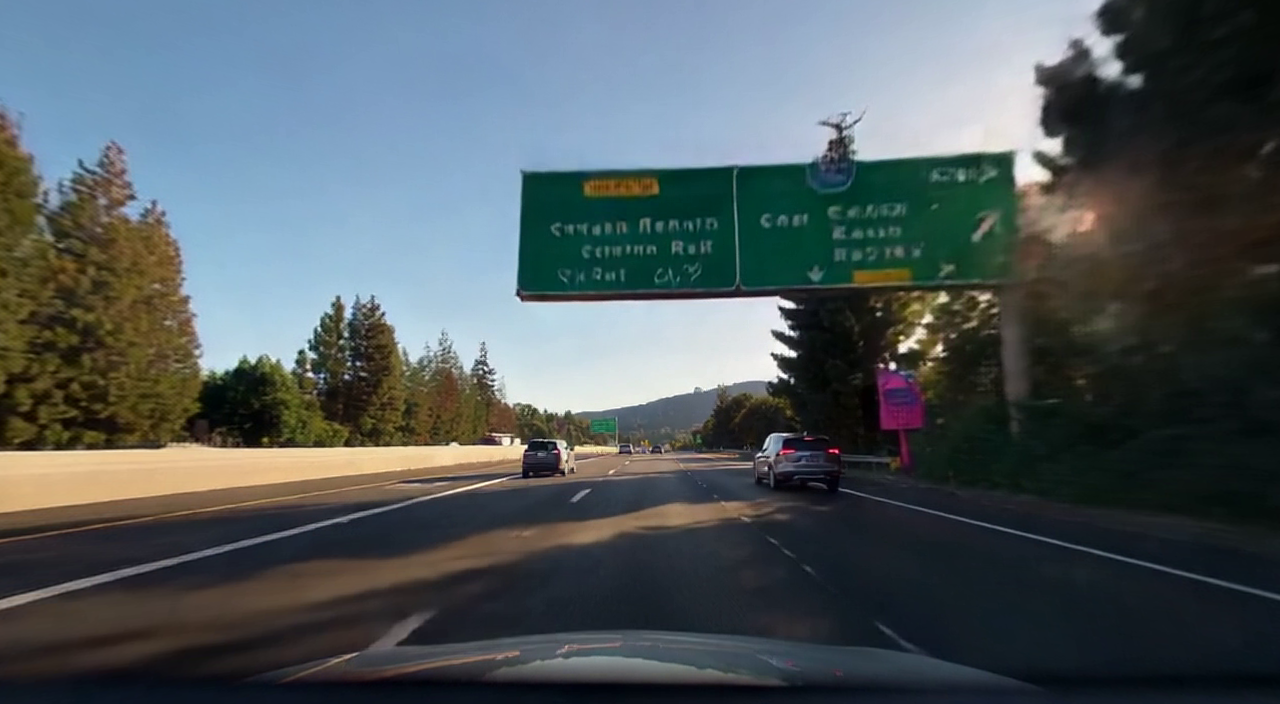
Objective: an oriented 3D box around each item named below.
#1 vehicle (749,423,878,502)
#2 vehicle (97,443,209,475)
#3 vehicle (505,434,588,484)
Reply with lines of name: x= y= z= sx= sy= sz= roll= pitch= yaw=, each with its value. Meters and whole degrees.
vehicle: x=4.390 y=2.866 z=16.737 sx=2.149 sy=1.796 sz=4.487 roll=0 pitch=-8 yaw=0
vehicle: x=-24.282 y=5.328 z=31.559 sx=1.820 sy=1.468 sz=4.624 roll=0 pitch=-8 yaw=1
vehicle: x=-3.216 y=3.800 z=22.552 sx=2.166 sy=1.608 sz=4.297 roll=0 pitch=-8 yaw=2
